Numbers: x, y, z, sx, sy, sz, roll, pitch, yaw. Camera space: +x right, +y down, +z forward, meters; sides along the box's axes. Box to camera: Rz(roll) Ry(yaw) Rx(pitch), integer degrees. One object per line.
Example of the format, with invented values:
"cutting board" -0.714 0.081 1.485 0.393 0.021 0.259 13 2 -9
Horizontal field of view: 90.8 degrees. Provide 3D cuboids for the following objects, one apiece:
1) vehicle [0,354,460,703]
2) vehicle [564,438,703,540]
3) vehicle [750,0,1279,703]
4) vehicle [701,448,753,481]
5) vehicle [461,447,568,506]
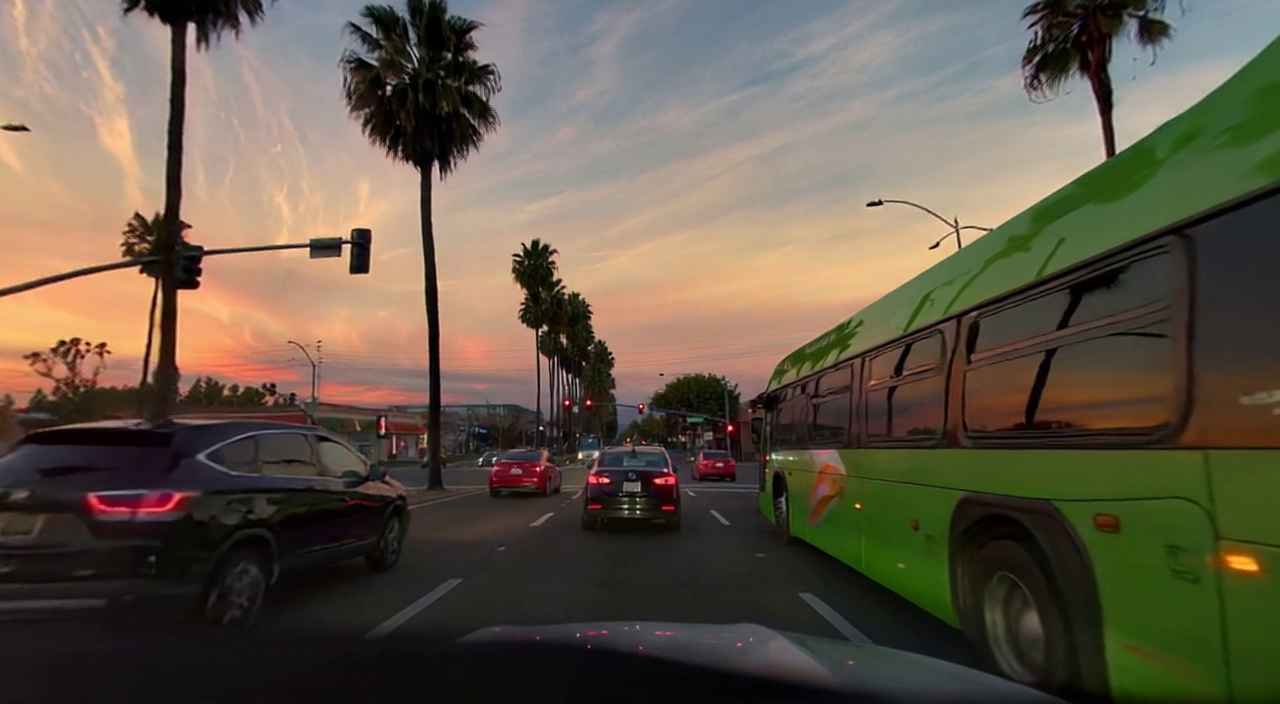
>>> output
"vehicle" -3.459 1.293 5.618 2.145 1.824 4.974 0 -9 1
"vehicle" -0.097 2.329 11.378 2.060 1.499 3.831 0 -9 0
"vehicle" 3.662 0.094 5.257 3.068 4.026 13.534 0 -9 0
"vehicle" 4.219 5.497 31.184 1.989 1.467 4.364 0 -9 1
"vehicle" -3.264 3.317 17.329 1.919 1.415 4.178 -1 -9 2
